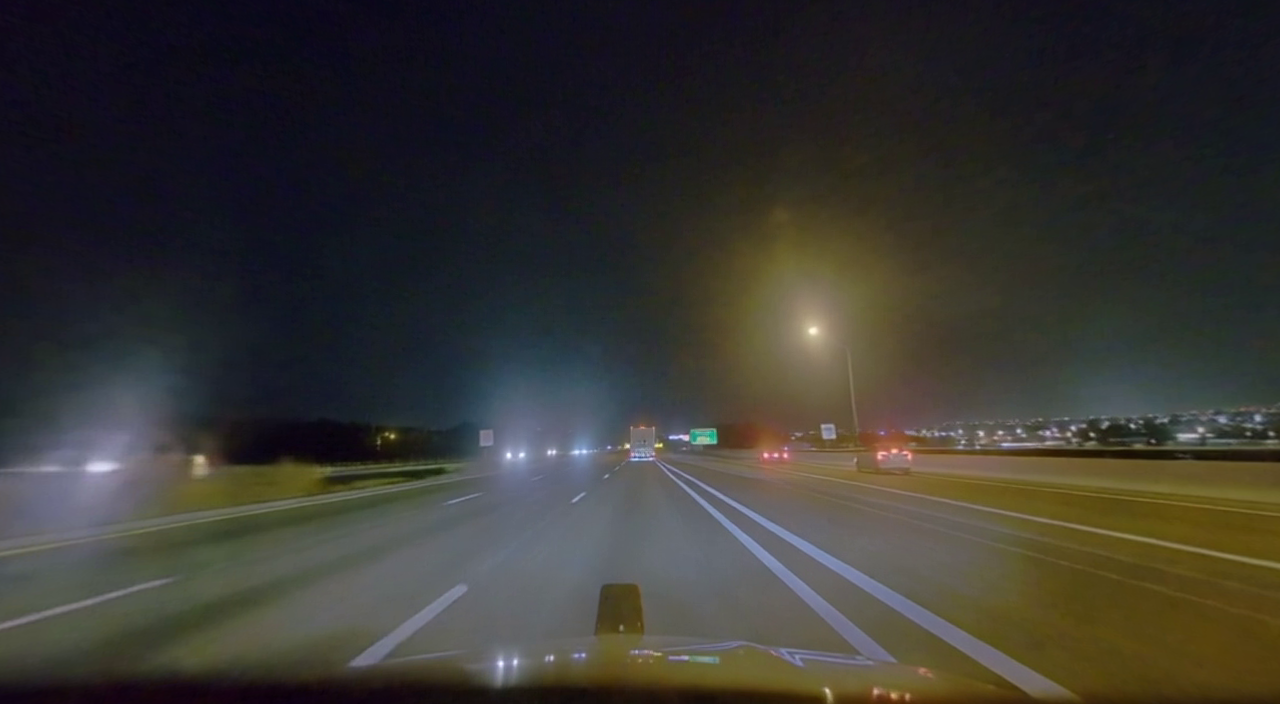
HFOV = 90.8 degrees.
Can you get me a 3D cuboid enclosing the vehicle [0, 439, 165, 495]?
[{"bbox_3d":[-19.701,3.951,22.064,2.114,1.707,5.174,0,-9,0],"label":"vehicle"}]
